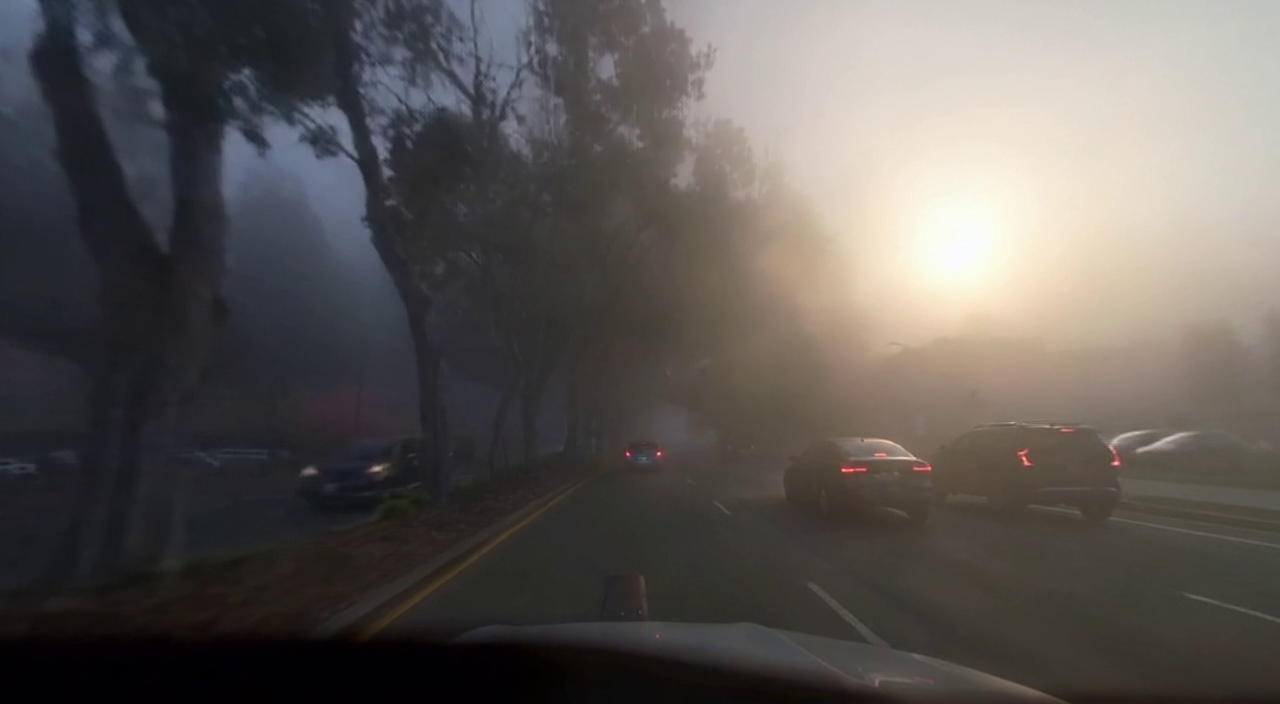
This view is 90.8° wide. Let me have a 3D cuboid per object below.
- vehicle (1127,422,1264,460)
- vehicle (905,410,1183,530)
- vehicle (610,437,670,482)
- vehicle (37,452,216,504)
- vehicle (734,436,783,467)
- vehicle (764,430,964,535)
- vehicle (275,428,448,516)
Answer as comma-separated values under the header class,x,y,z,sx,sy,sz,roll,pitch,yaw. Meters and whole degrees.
class,x,y,z,sx,sy,sz,roll,pitch,yaw
vehicle,32.803,5.291,37.466,5.507,1.925,2.533,-3,-9,2
vehicle,7.147,2.146,11.997,2.134,1.810,4.590,0,-9,-1
vehicle,0.011,3.871,22.991,1.994,1.479,3.647,0,-9,0
vehicle,-16.861,4.110,21.155,1.982,1.481,4.706,0,-9,1
vehicle,7.255,6.144,39.116,2.068,1.779,4.567,0,-9,-1
vehicle,3.571,2.152,11.045,1.858,1.466,4.230,0,-9,-1
vehicle,-5.699,2.487,13.542,1.887,1.582,3.915,0,-9,0
